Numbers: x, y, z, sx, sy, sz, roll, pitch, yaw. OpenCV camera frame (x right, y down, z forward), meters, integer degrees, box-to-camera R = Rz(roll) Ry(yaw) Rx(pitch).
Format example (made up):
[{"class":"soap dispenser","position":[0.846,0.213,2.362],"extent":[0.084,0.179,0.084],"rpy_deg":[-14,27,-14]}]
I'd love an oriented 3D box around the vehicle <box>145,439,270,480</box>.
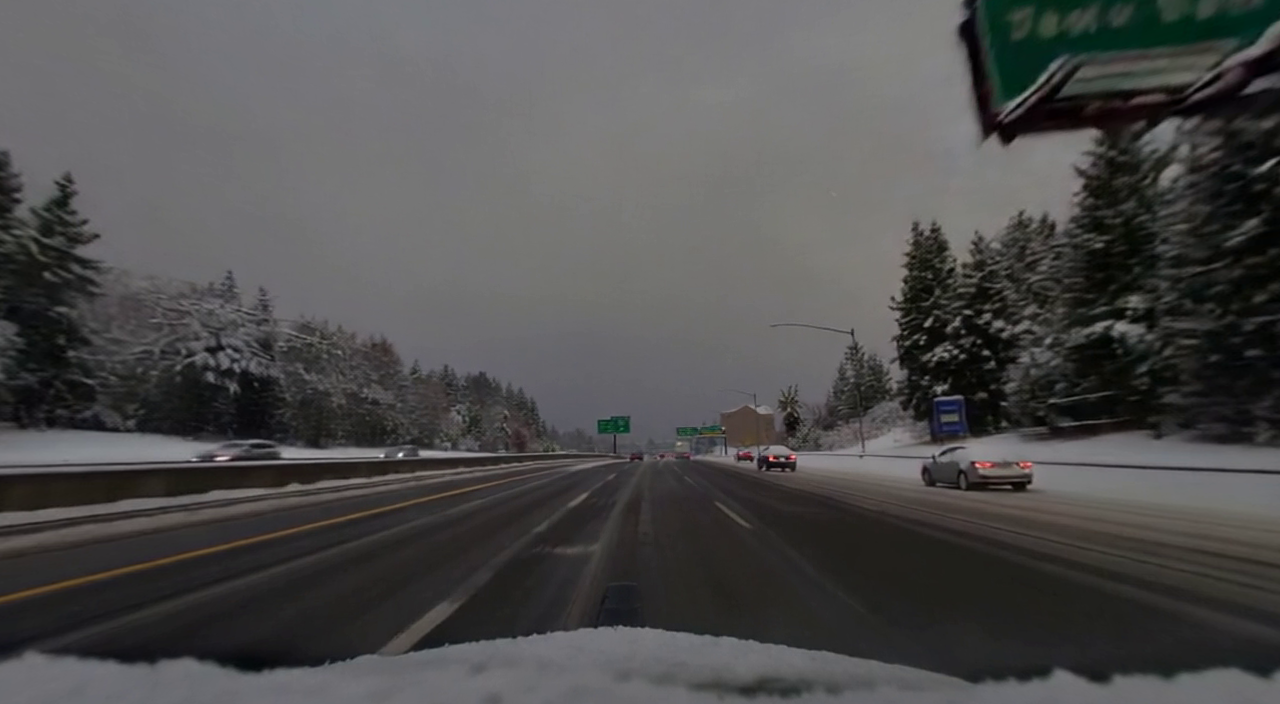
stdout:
[{"class":"vehicle","position":[-22.138,5.524,32.730],"extent":[2.170,1.907,5.847],"rpy_deg":[0,-9,2]}]

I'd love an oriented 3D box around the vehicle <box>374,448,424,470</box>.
[{"class":"vehicle","position":[-18.206,8.077,47.934],"extent":[1.883,1.612,4.388],"rpy_deg":[0,-9,3]}]

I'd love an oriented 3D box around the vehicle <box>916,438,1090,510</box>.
[{"class":"vehicle","position":[9.444,3.180,16.997],"extent":[2.090,1.643,4.513],"rpy_deg":[0,-9,2]}]

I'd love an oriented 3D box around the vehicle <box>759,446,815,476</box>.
[{"class":"vehicle","position":[7.803,5.820,34.023],"extent":[1.861,1.500,4.860],"rpy_deg":[0,-9,0]}]
